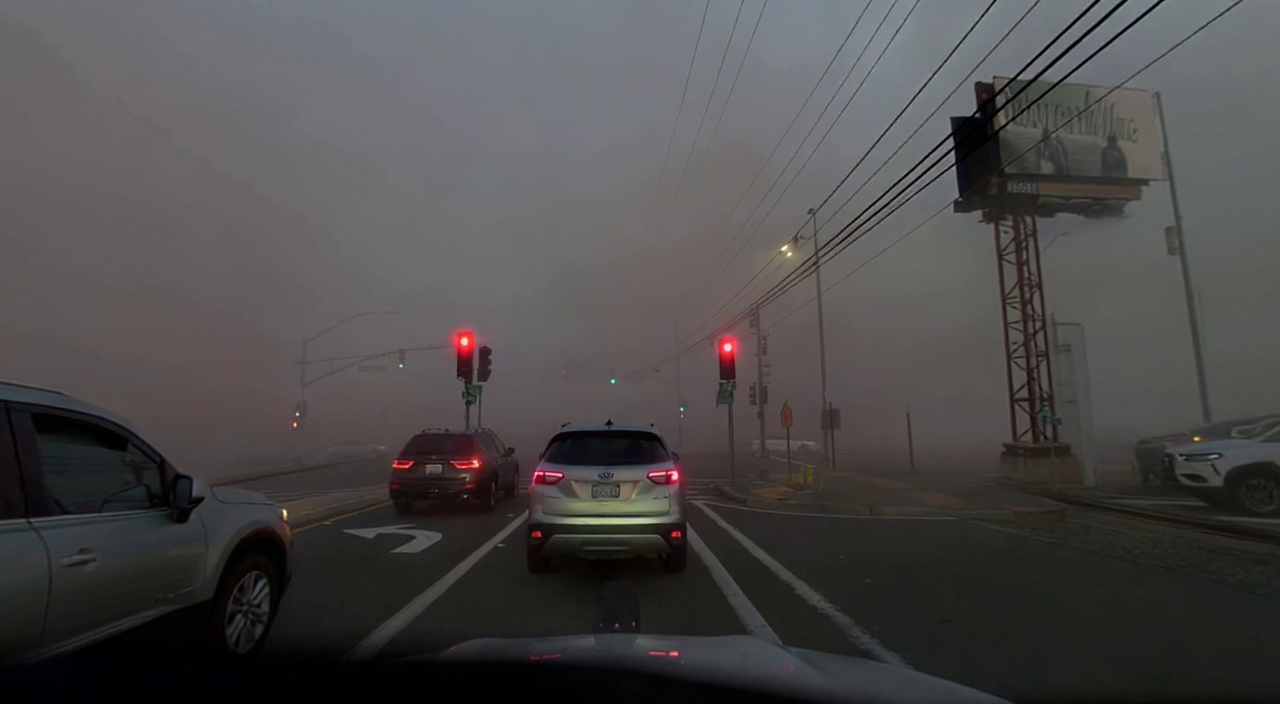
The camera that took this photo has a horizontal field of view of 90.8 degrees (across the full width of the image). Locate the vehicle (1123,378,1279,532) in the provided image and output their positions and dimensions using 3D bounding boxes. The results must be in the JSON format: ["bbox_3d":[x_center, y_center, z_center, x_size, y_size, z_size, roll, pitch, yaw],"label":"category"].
[{"bbox_3d":[9.582,1.315,8.181,5.060,1.702,2.033,1,-9,-4],"label":"vehicle"}]

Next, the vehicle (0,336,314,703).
[{"bbox_3d":[-3.934,0.864,2.998,2.052,1.814,5.184,0,-9,-1],"label":"vehicle"}]

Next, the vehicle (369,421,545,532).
[{"bbox_3d":[-3.128,2.233,11.869,1.988,1.678,4.317,0,-9,0],"label":"vehicle"}]

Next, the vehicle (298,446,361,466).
[{"bbox_3d":[-24.104,8.063,49.049,4.357,1.444,1.842,-3,-9,20],"label":"vehicle"}]

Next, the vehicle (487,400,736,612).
[{"bbox_3d":[-0.239,1.534,7.058,2.025,1.723,3.644,0,-9,0],"label":"vehicle"}]
